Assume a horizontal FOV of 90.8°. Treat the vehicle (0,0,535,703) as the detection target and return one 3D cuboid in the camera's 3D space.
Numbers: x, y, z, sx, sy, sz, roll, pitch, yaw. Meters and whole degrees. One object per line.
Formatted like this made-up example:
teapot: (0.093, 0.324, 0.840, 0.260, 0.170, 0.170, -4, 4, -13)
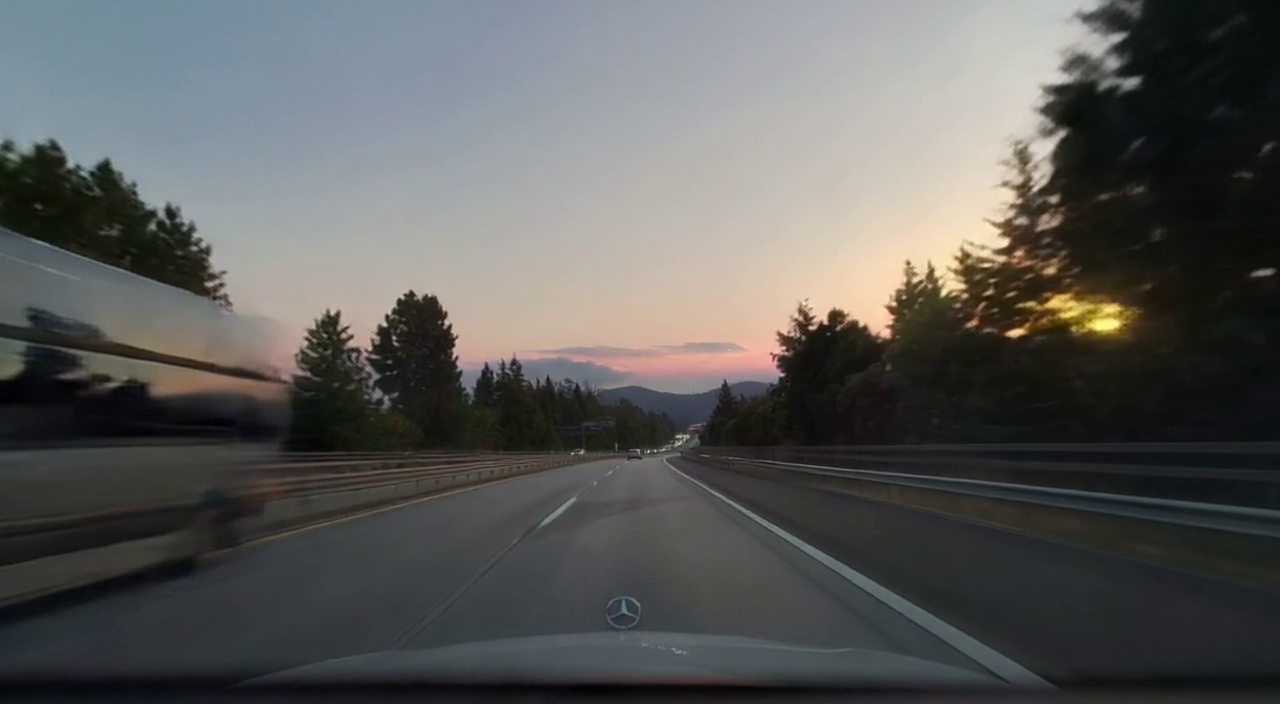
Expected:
vehicle: (-3.802, 0.503, 6.805, 2.939, 3.731, 14.269, 0, -9, 0)
